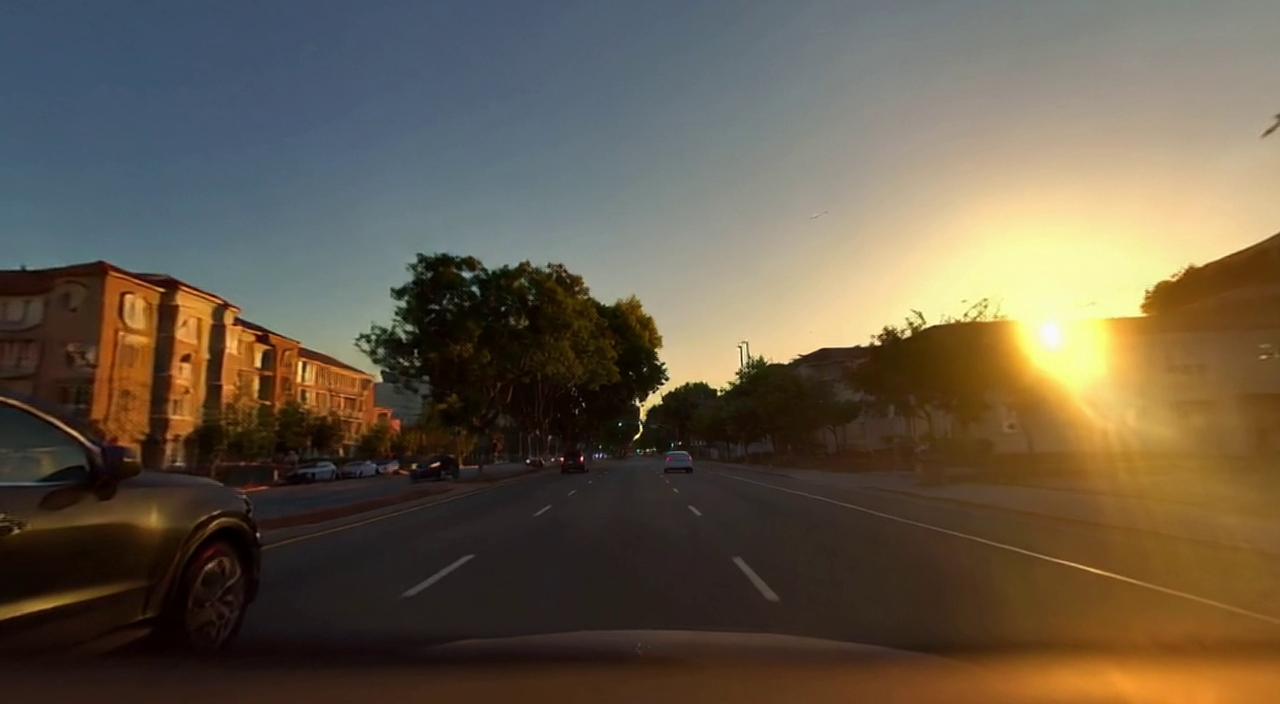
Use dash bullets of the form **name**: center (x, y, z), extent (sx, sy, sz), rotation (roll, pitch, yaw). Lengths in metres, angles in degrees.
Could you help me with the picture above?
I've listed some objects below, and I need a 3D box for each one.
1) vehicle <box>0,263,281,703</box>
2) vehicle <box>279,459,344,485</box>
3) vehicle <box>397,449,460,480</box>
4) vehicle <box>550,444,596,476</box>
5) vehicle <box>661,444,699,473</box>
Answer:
- **vehicle**: center (-3.481, 0.541, 1.433), extent (2.225, 1.984, 5.168), rotation (0, -9, 1)
- **vehicle**: center (-22.839, 8.355, 44.155), extent (2.176, 1.516, 4.532), rotation (-3, -8, -1)
- **vehicle**: center (-12.096, 6.438, 36.446), extent (1.966, 1.643, 4.688), rotation (0, -9, 0)
- **vehicle**: center (-3.705, 6.052, 35.618), extent (2.083, 1.685, 4.069), rotation (0, -9, 1)
- **vehicle**: center (2.538, 6.850, 40.874), extent (2.018, 1.719, 4.369), rotation (0, -9, -2)
